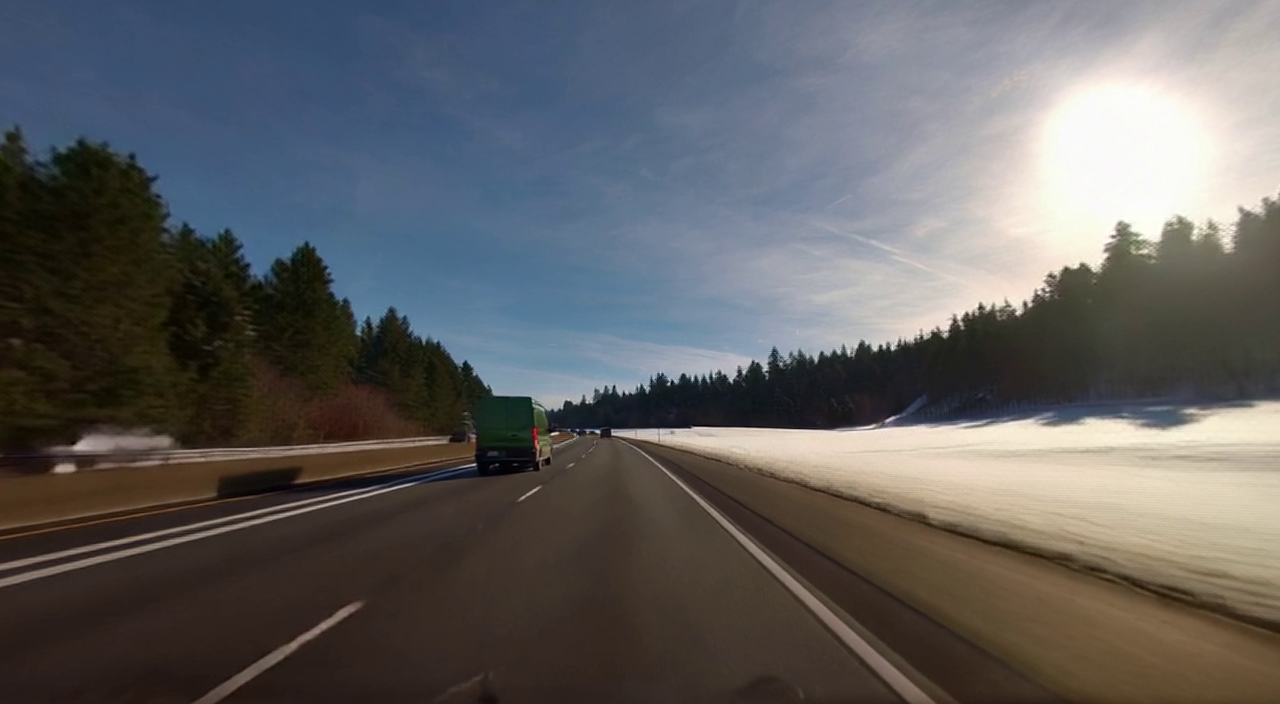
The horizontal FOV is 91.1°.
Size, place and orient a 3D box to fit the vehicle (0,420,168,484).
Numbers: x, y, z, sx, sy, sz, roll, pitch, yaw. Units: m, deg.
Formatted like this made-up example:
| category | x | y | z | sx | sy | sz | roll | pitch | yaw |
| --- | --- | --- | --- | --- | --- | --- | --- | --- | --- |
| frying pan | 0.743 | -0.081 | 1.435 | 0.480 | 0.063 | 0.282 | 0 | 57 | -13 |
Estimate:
| category | x | y | z | sx | sy | sz | roll | pitch | yaw |
| --- | --- | --- | --- | --- | --- | --- | --- | --- | --- |
| vehicle | -15.320 | 2.669 | 17.107 | 1.825 | 1.536 | 4.043 | 0 | -8 | -1 |

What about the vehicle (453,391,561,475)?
| category | x | y | z | sx | sy | sz | roll | pitch | yaw |
| --- | --- | --- | --- | --- | --- | --- | --- | --- | --- |
| vehicle | -4.337 | 2.790 | 21.644 | 2.561 | 2.509 | 5.465 | 0 | -8 | -1 |
